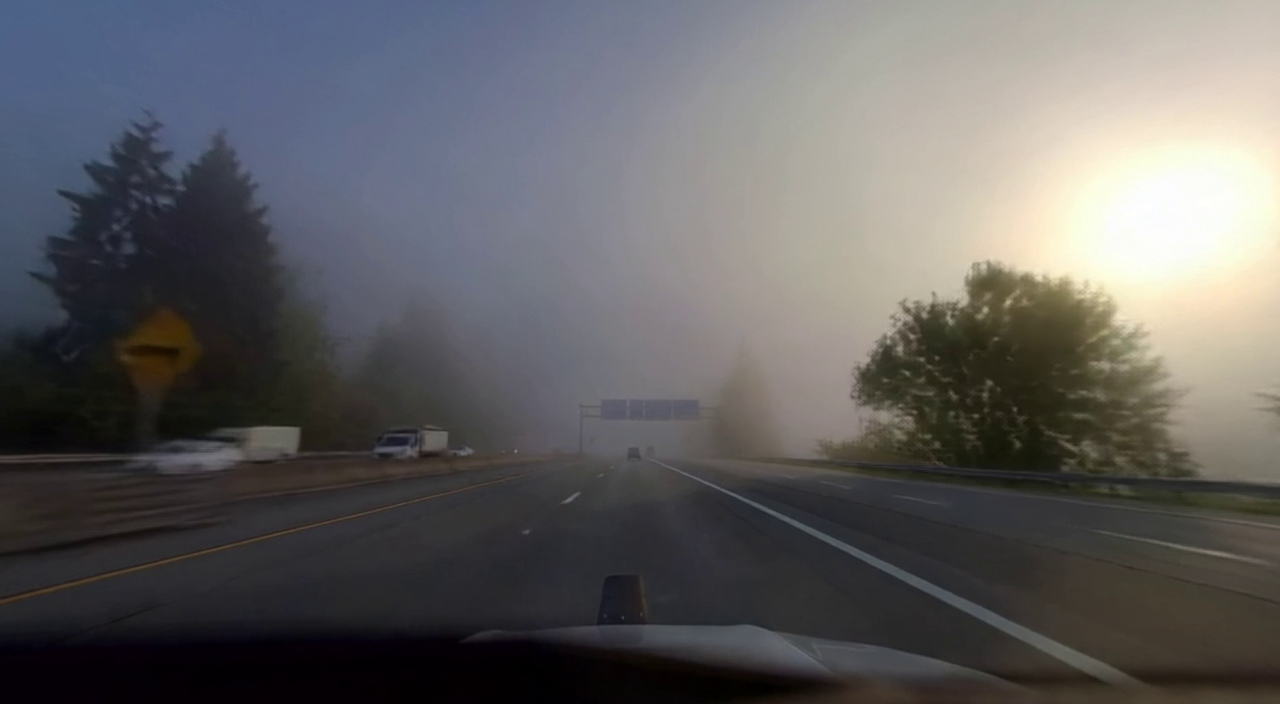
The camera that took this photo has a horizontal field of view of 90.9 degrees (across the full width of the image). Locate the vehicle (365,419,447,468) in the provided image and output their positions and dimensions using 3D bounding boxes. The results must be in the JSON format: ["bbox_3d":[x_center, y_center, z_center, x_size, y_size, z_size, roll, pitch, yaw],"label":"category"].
[{"bbox_3d":[-12.355,4.943,33.772,2.239,2.369,5.555,0,-9,0],"label":"vehicle"}]
